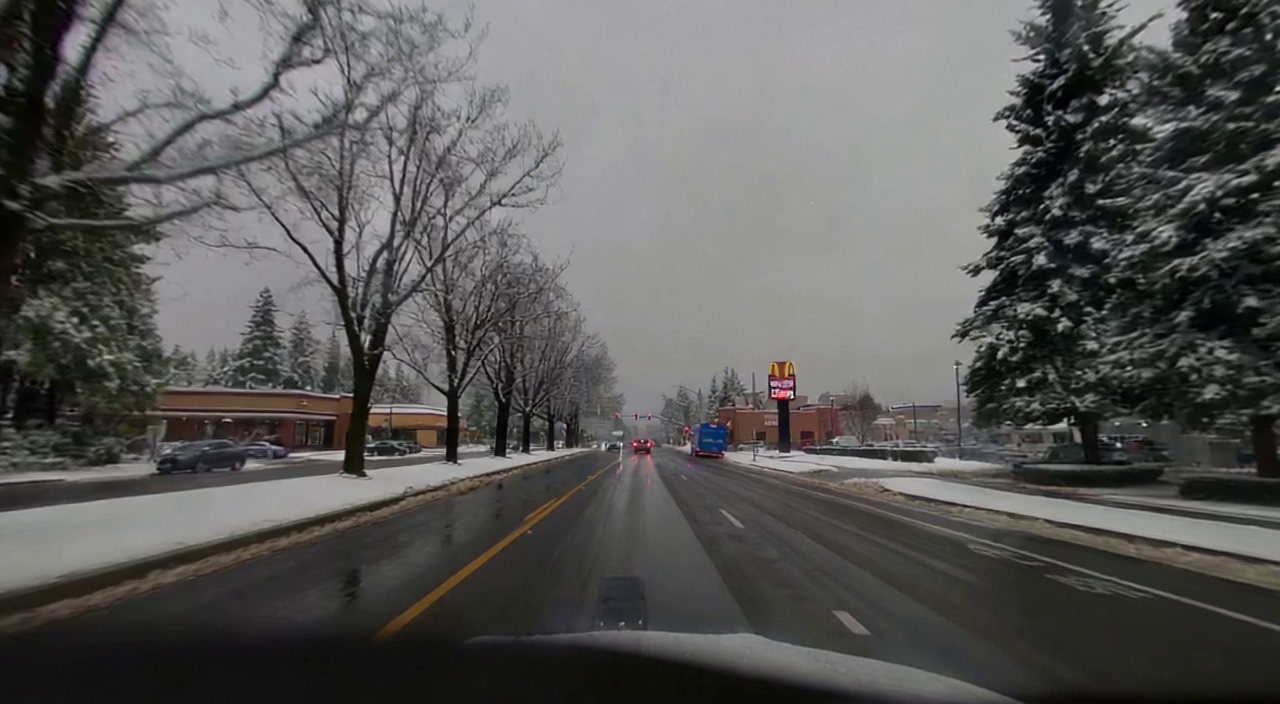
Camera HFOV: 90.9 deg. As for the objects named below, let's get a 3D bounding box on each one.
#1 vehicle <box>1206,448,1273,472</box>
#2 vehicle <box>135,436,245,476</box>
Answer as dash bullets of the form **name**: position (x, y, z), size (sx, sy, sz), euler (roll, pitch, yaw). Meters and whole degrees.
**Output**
- **vehicle**: position (43.699, 7.830, 45.974), size (4.422, 1.605, 2.036), euler (4, -10, -27)
- **vehicle**: position (-22.349, 5.184, 31.620), size (2.040, 1.788, 4.595), euler (-1, -9, 1)
